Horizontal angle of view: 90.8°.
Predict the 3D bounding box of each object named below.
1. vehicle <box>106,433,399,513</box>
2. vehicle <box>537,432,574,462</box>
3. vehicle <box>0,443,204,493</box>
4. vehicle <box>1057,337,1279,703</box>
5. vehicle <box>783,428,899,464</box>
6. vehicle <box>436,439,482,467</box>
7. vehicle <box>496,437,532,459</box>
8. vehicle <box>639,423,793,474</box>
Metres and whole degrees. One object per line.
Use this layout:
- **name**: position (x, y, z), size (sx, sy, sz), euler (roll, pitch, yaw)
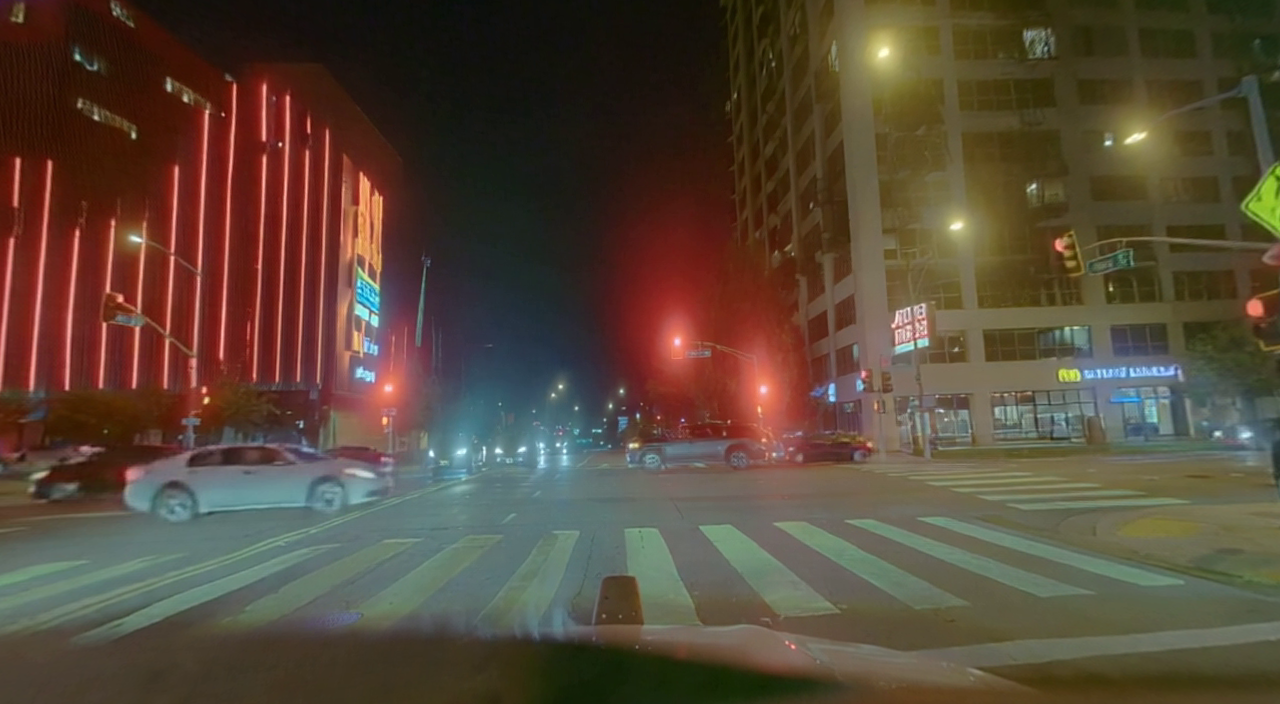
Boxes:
- **vehicle**: position (-7.745, 2.450, 13.125), size (4.758, 1.480, 1.849), euler (1, -8, -8)
- **vehicle**: position (-5.100, 5.802, 38.633), size (1.976, 1.683, 4.117), euler (0, -8, -4)
- **vehicle**: position (-17.113, 3.680, 20.344), size (4.643, 1.476, 1.820), euler (1, -9, -8)
- **vehicle**: position (3.025, 0.609, 0.870), size (1.866, 1.654, 4.354), euler (0, -8, -1)
- **vehicle**: position (8.695, 4.081, 27.479), size (4.475, 1.458, 1.681), euler (1, -9, -8)
- **vehicle**: position (-10.893, 6.094, 38.249), size (1.885, 1.545, 4.124), euler (1, -8, -6)
- **vehicle**: position (-8.624, 6.624, 43.529), size (1.906, 1.402, 4.904), euler (0, -8, -5)
- **vehicle**: position (2.380, 3.110, 20.497), size (4.612, 1.521, 1.811), euler (1, -9, -9)
